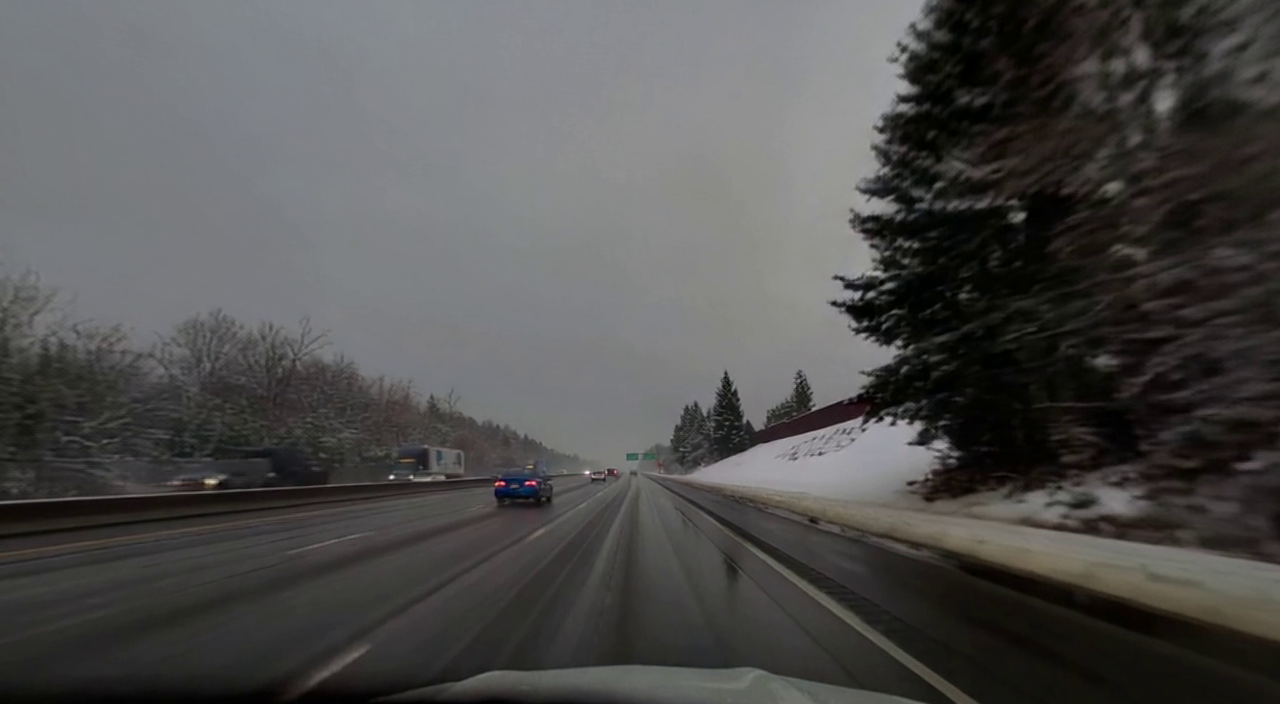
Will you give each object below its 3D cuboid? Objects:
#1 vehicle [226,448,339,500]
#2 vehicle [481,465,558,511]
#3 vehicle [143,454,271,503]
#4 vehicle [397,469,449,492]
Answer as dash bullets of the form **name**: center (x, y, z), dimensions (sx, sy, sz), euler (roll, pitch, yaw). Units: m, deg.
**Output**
- **vehicle**: center (-20.941, 7.226, 37.405), dimensions (2.639, 2.739, 6.491), euler (0, -10, 2)
- **vehicle**: center (-4.145, 4.738, 22.277), dimensions (1.941, 1.437, 3.829), euler (1, -10, 0)
- **vehicle**: center (-21.011, 6.183, 30.987), dimensions (2.234, 2.115, 5.503), euler (0, -10, 1)
- **vehicle**: center (-15.231, 9.015, 44.494), dimensions (1.963, 1.476, 4.580), euler (1, -10, 0)
